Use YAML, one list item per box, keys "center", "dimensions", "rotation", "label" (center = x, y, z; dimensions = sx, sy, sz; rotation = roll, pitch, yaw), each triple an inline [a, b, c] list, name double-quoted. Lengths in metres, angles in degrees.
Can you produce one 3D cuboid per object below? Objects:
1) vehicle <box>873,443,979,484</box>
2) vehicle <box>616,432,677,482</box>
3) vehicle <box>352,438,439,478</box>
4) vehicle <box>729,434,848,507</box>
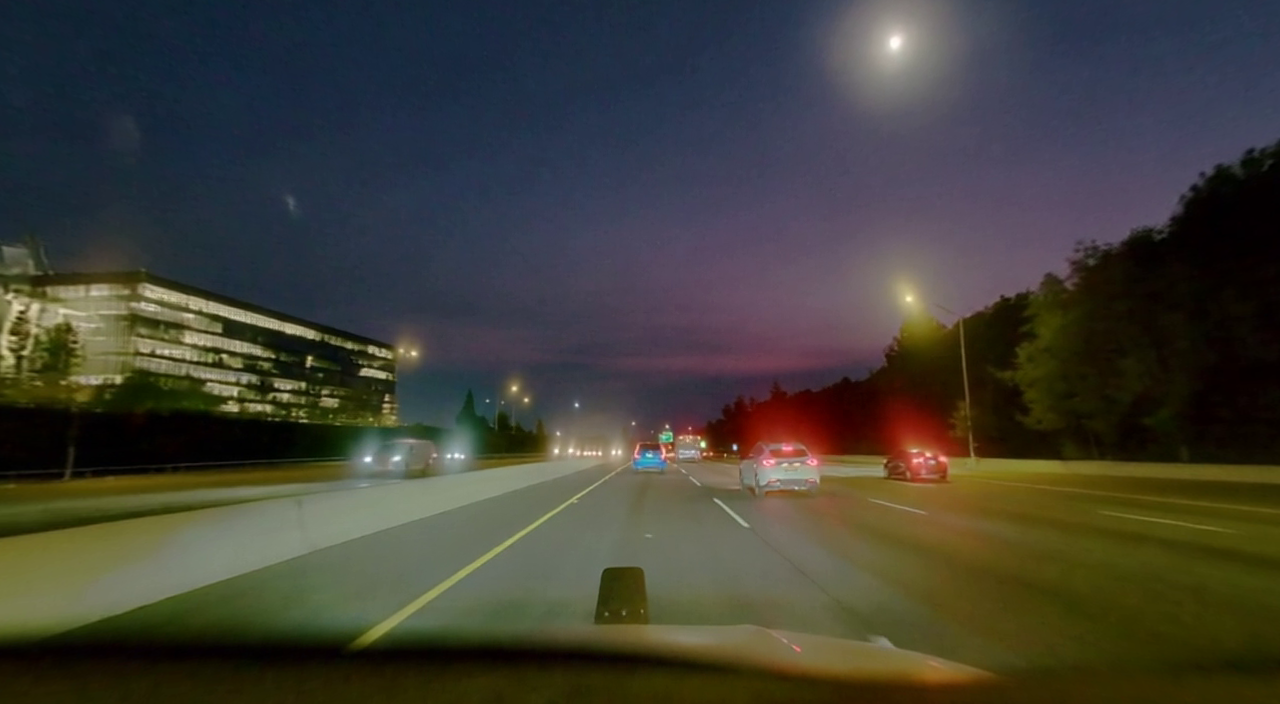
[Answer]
- center: [10.990, 4.294, 24.638]
  dimensions: [2.027, 1.446, 4.470]
  rotation: [0, -8, 0]
  label: "vehicle"
- center: [0.263, 4.265, 25.842]
  dimensions: [2.290, 1.862, 4.454]
  rotation: [0, -8, 0]
  label: "vehicle"
- center: [-14.204, 6.207, 37.223]
  dimensions: [2.631, 2.140, 6.216]
  rotation: [0, -8, 0]
  label: "vehicle"
- center: [3.584, 2.935, 16.085]
  dimensions: [2.042, 1.592, 4.047]
  rotation: [0, -8, 0]
  label: "vehicle"
